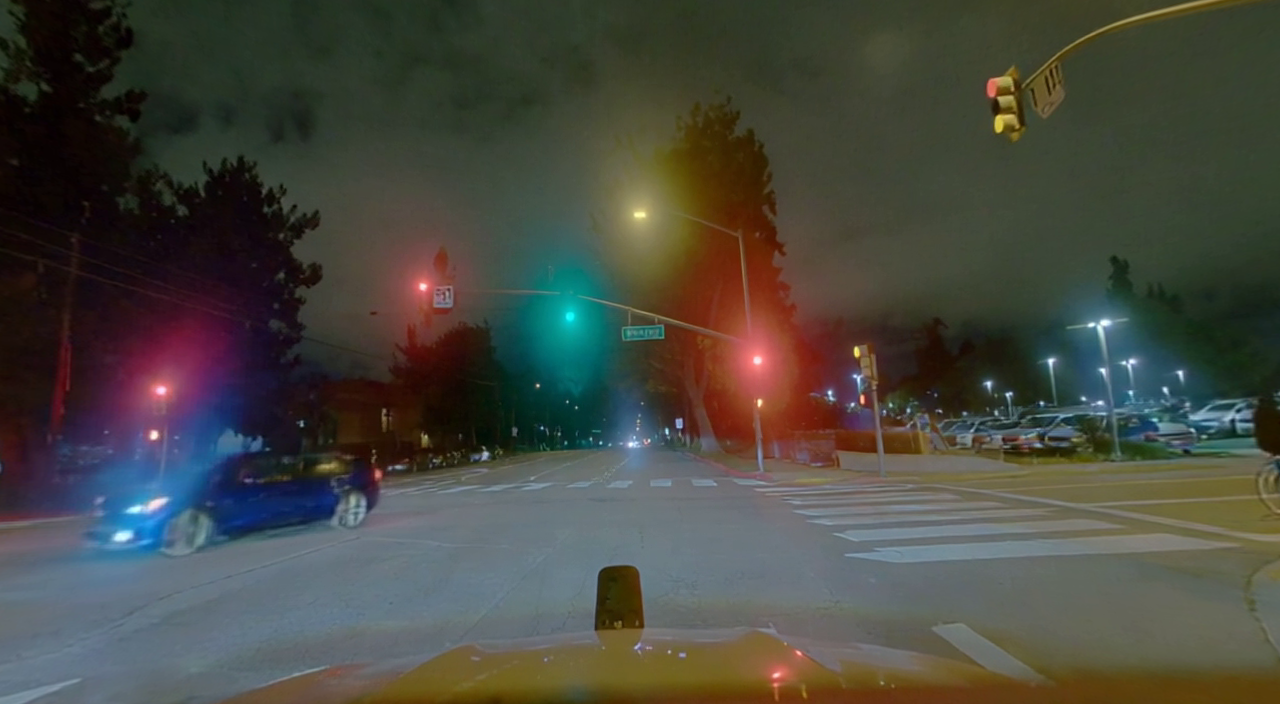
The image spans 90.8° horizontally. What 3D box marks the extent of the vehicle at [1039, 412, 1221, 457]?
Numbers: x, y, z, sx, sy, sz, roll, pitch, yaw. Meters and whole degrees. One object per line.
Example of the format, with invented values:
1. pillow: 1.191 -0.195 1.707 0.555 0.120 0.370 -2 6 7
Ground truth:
1. vehicle: 16.918 2.908 22.111 4.560 1.453 1.851 -3 -9 18

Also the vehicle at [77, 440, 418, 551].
1. vehicle: -6.208 2.217 10.390 4.385 1.419 1.855 8 -12 -39

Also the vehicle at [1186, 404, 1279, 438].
1. vehicle: 34.907 4.027 36.649 4.326 1.511 1.725 -8 -9 17

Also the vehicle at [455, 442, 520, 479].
1. vehicle: -6.985 4.998 29.321 2.024 1.470 4.153 -3 -9 -1
